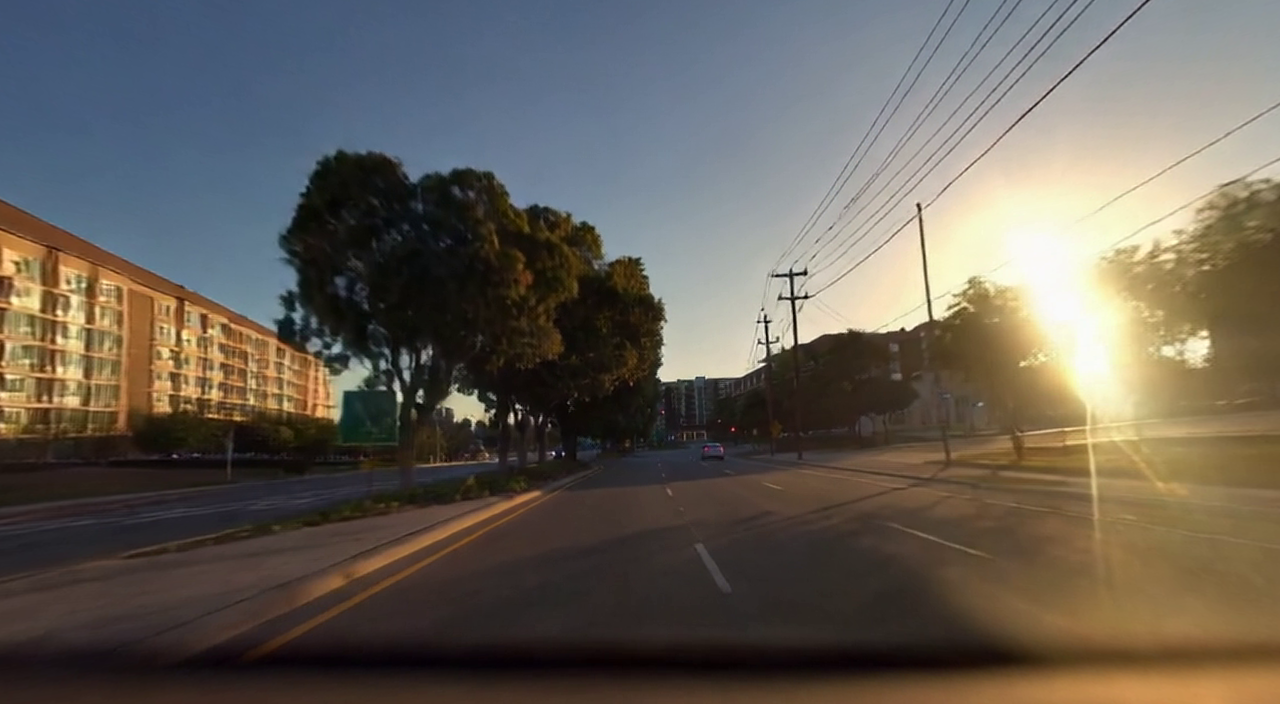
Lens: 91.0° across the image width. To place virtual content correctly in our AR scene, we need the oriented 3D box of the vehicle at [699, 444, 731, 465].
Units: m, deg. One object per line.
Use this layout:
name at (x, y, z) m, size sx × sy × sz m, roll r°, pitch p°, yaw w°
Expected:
vehicle at (5.628, 7.764, 47.743) m, size 1.908 × 1.476 × 3.880 m, roll 0°, pitch -9°, yaw -1°
